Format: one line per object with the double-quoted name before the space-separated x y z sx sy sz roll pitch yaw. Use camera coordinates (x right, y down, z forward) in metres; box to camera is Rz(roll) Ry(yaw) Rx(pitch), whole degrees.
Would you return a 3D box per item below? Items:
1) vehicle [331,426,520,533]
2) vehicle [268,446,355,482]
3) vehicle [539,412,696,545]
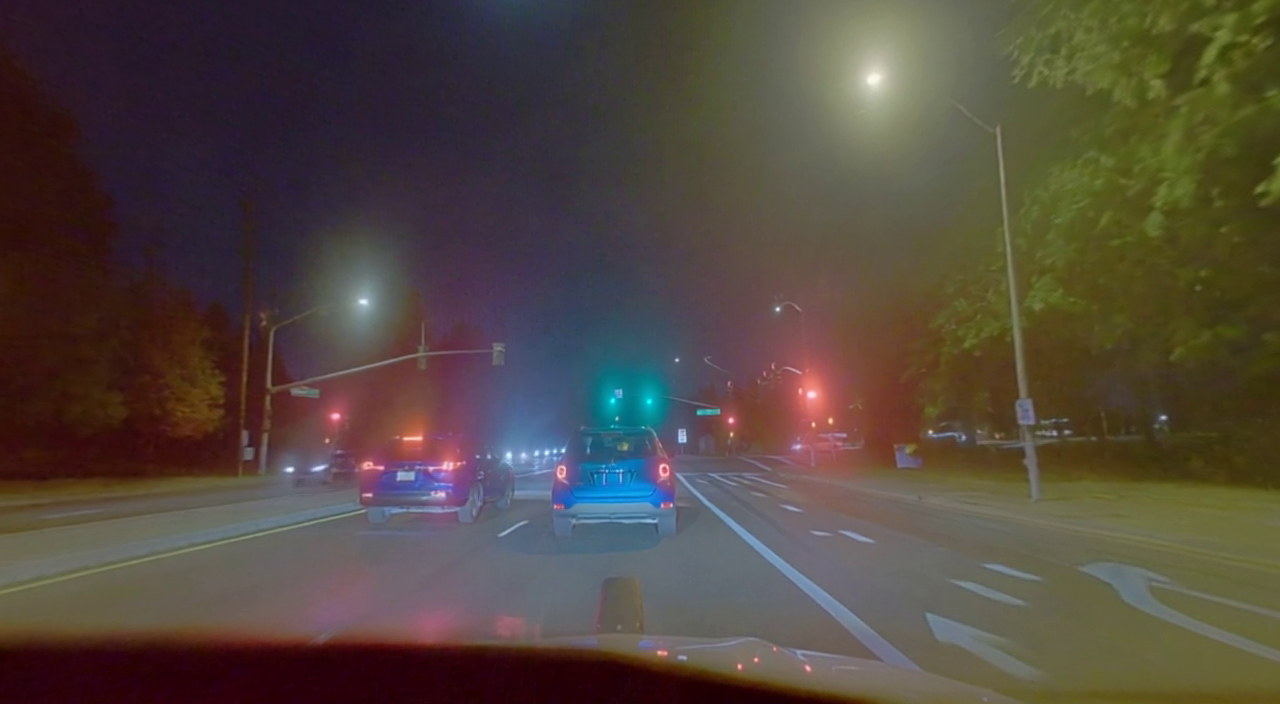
"vehicle" -3.822 2.347 12.254 2.009 1.673 4.454 0 -8 1
"vehicle" -16.059 5.511 31.187 2.003 1.653 4.388 0 -10 -2
"vehicle" -0.268 2.098 11.187 2.131 1.793 5.016 0 -8 1
